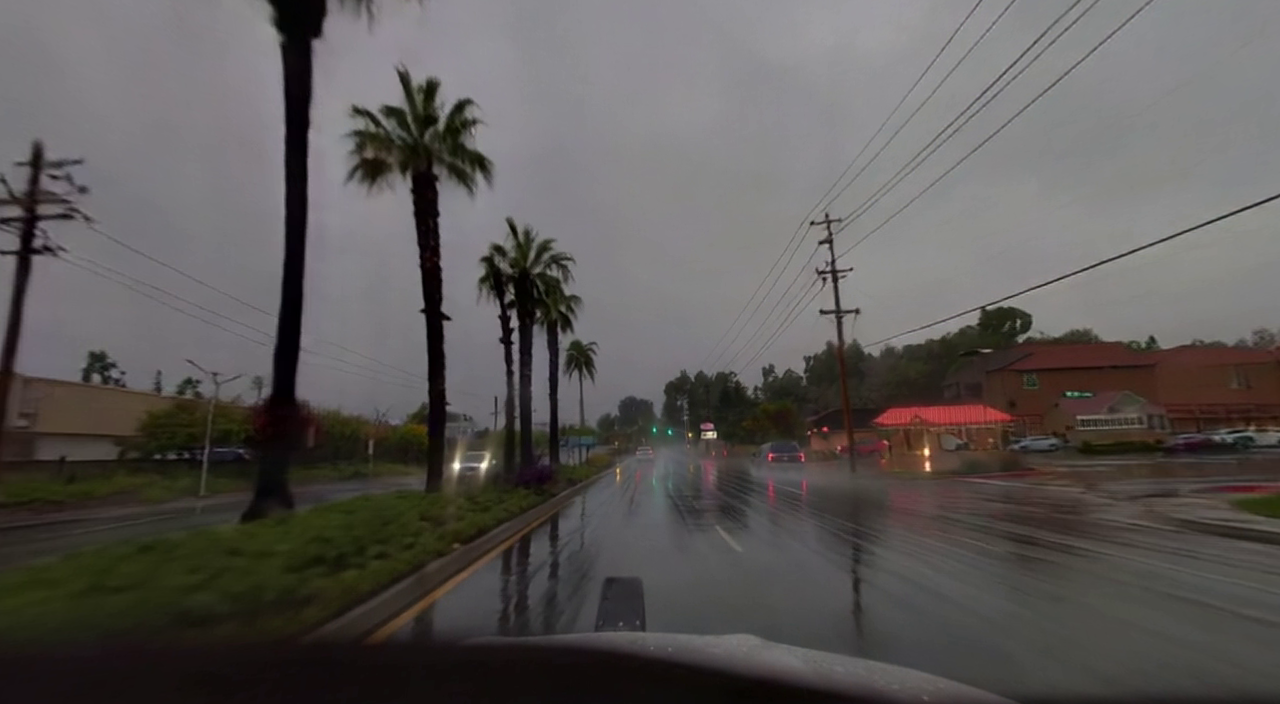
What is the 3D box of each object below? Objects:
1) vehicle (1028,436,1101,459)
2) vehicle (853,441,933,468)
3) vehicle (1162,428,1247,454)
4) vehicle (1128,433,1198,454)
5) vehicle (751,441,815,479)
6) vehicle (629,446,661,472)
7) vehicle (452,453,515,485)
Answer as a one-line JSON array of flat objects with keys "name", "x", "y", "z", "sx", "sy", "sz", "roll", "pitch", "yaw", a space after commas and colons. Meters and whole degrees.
[{"name": "vehicle", "x": 33.183, "y": 7.507, "z": 49.289, "sx": 4.194, "sy": 1.724, "sz": 1.946, "roll": -1, "pitch": -9, "yaw": 2}, {"name": "vehicle", "x": 18.856, "y": 7.624, "z": 47.019, "sx": 5.097, "sy": 1.689, "sz": 1.958, "roll": -2, "pitch": -6, "yaw": 0}, {"name": "vehicle", "x": 43.959, "y": 6.955, "z": 49.188, "sx": 2.178, "sy": 1.910, "sz": 4.805, "roll": 0, "pitch": -8, "yaw": 2}, {"name": "vehicle", "x": 41.292, "y": 7.264, "z": 49.878, "sx": 1.840, "sy": 1.574, "sz": 4.197, "roll": 0, "pitch": -8, "yaw": -2}, {"name": "vehicle", "x": 7.121, "y": 5.428, "z": 31.917, "sx": 2.252, "sy": 1.718, "sz": 4.617, "roll": 0, "pitch": -9, "yaw": 1}, {"name": "vehicle", "x": 0.387, "y": 7.357, "z": 43.563, "sx": 2.138, "sy": 1.702, "sz": 4.168, "roll": 0, "pitch": -9, "yaw": 1}, {"name": "vehicle", "x": -8.303, "y": 6.230, "z": 33.817, "sx": 2.158, "sy": 1.532, "sz": 4.609, "roll": 0, "pitch": -9, "yaw": 1}]
